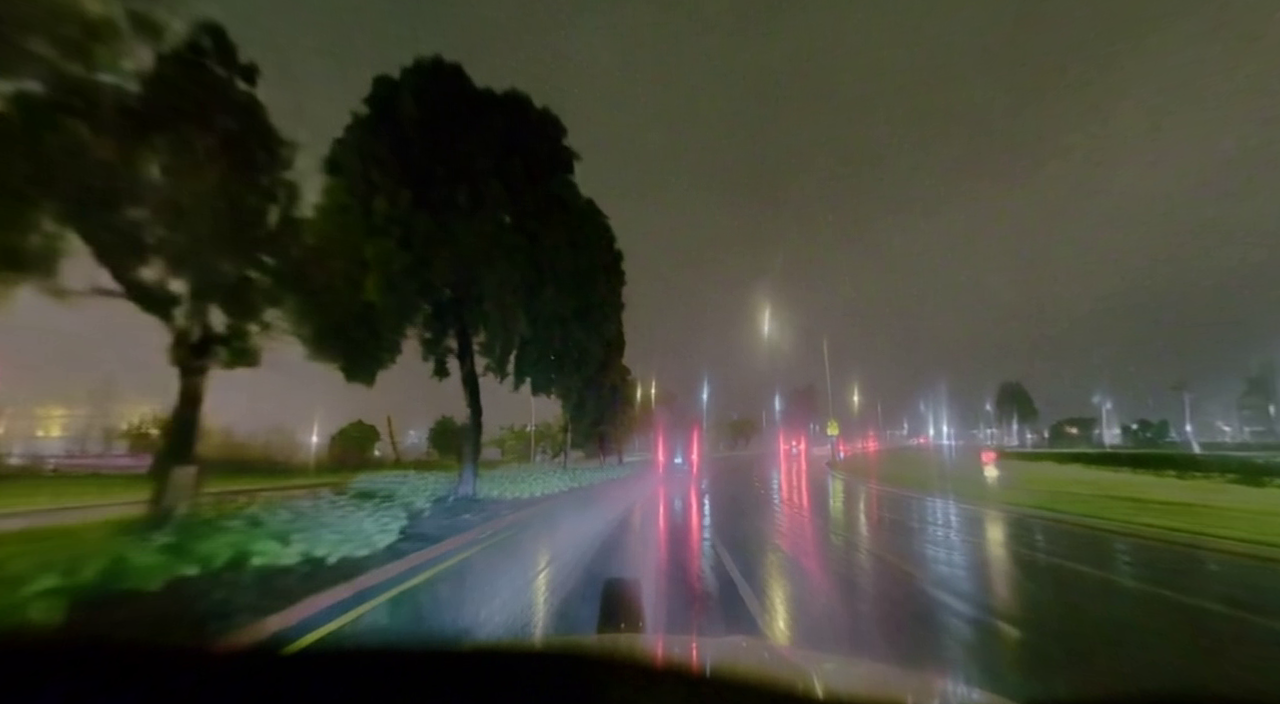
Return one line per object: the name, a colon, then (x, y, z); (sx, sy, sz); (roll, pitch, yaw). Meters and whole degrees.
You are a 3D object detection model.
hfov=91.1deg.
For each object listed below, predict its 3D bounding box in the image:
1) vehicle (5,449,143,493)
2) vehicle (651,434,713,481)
vehicle: (-21.615, 4.516, 24.254); (1.829, 1.501, 4.149); (1, -9, -8)
vehicle: (2.059, 4.780, 28.855); (2.371, 1.926, 5.615); (-1, -9, 8)
